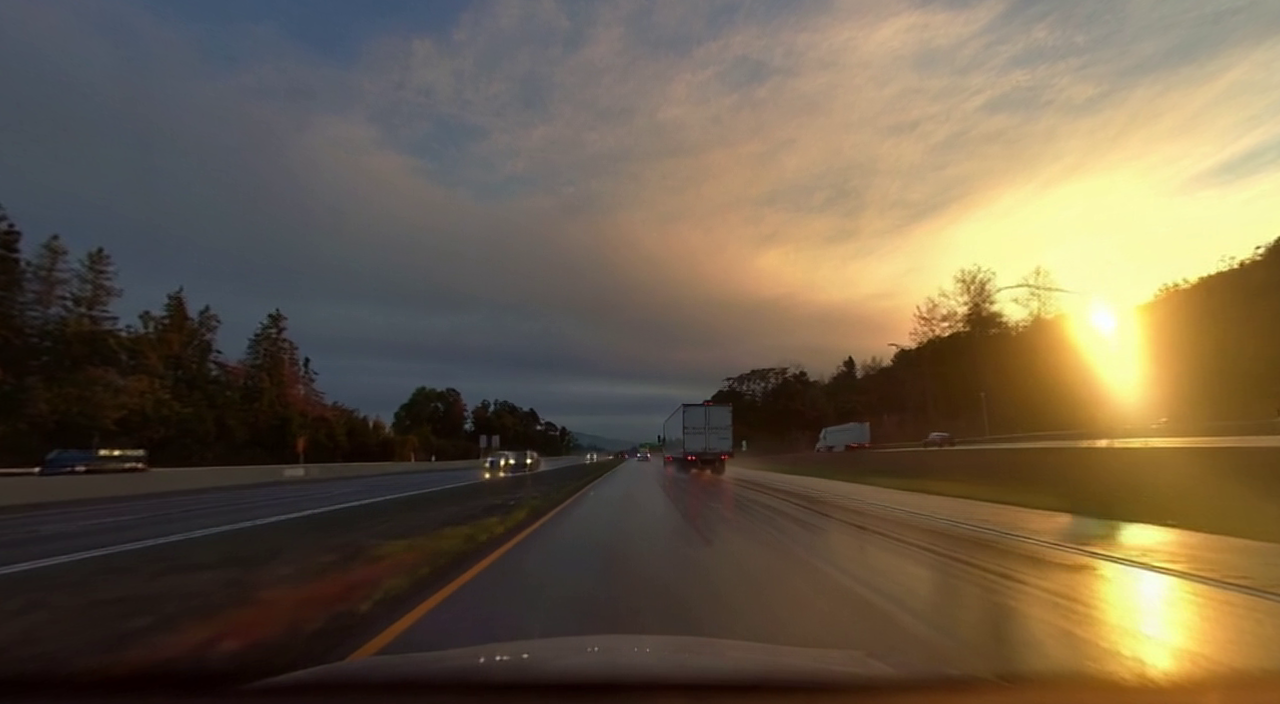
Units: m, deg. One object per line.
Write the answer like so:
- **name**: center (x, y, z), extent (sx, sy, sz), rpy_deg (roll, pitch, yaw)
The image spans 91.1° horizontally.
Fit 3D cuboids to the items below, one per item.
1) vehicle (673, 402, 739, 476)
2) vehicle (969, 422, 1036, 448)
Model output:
- **vehicle**: center (4.113, 5.944, 42.374), extent (3.185, 4.154, 12.638), rpy_deg (0, -9, 0)
- **vehicle**: center (22.726, 5.252, 39.609), extent (1.800, 1.506, 3.851), rpy_deg (0, -9, -2)
